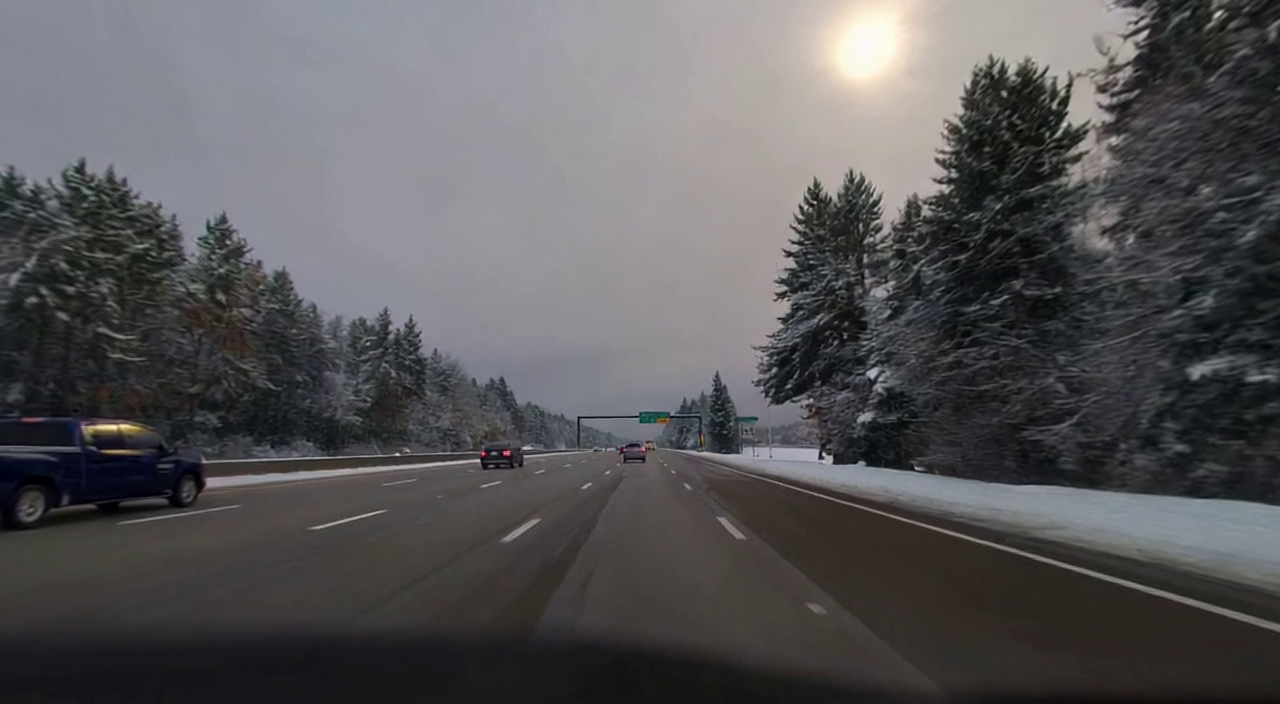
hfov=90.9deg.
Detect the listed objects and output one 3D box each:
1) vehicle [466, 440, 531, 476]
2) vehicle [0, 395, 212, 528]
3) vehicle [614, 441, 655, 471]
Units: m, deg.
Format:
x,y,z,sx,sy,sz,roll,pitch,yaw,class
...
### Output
x,y,z,sx,sy,sz,roll,pitch,yaw,class
-6.397,4.813,28.968,1.919,1.499,4.234,0,-8,1,vehicle
-10.803,1.882,11.079,2.347,1.984,5.778,0,-8,2,vehicle
-0.226,5.521,33.638,1.984,1.471,4.202,0,-8,2,vehicle
